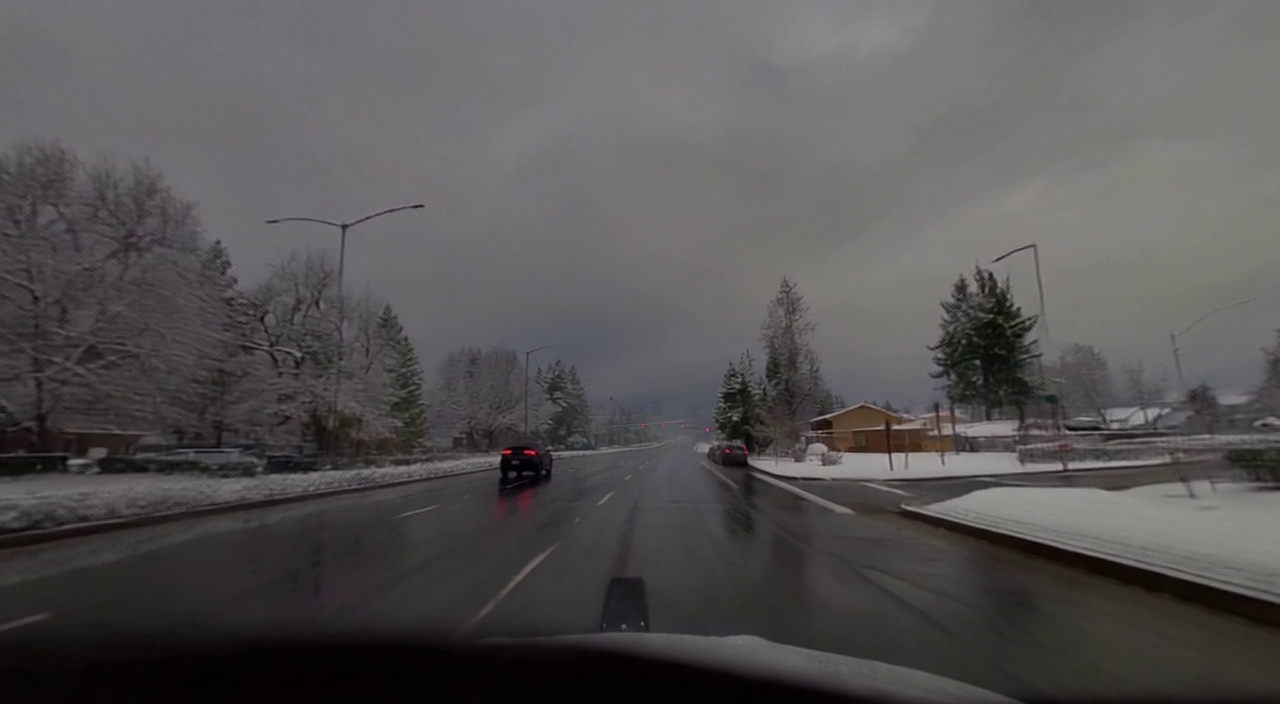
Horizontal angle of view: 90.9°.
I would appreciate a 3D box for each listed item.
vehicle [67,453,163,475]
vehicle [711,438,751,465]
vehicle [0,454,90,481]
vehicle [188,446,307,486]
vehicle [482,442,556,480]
[{"bbox_3d":[-36.118,7.719,43.463,4.690,1.435,1.908,2,-10,-8],"label":"vehicle"},{"bbox_3d":[7.108,7.840,49.880,2.695,2.013,6.661,0,-9,5],"label":"vehicle"},{"bbox_3d":[-34.896,6.690,36.610,3.856,1.439,1.884,2,-9,-13],"label":"vehicle"},{"bbox_3d":[-15.455,4.483,25.166,1.859,1.463,4.421,0,-9,1],"label":"vehicle"},{"bbox_3d":[-5.102,4.666,27.245,2.060,1.473,4.645,0,-9,3],"label":"vehicle"}]
